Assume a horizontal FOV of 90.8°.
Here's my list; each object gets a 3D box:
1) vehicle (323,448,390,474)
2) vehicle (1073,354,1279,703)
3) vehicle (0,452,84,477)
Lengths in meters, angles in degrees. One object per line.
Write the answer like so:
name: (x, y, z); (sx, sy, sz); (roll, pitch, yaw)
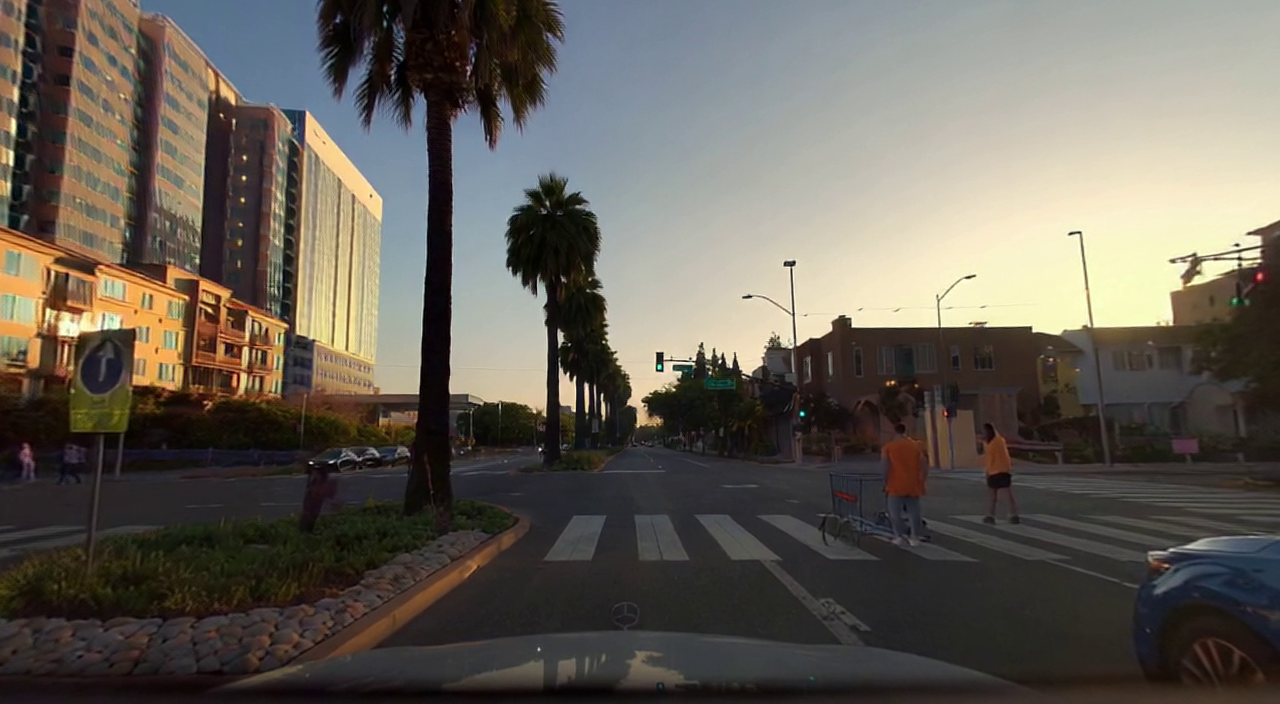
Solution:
vehicle: (-19.696, 7.543, 44.164); (2.357, 1.678, 5.014); (0, -9, 0)
vehicle: (3.301, 0.661, 1.118); (2.060, 1.631, 4.169); (0, -9, 0)
vehicle: (-41.574, 7.776, 43.998); (1.804, 1.598, 4.362); (0, -9, -3)
